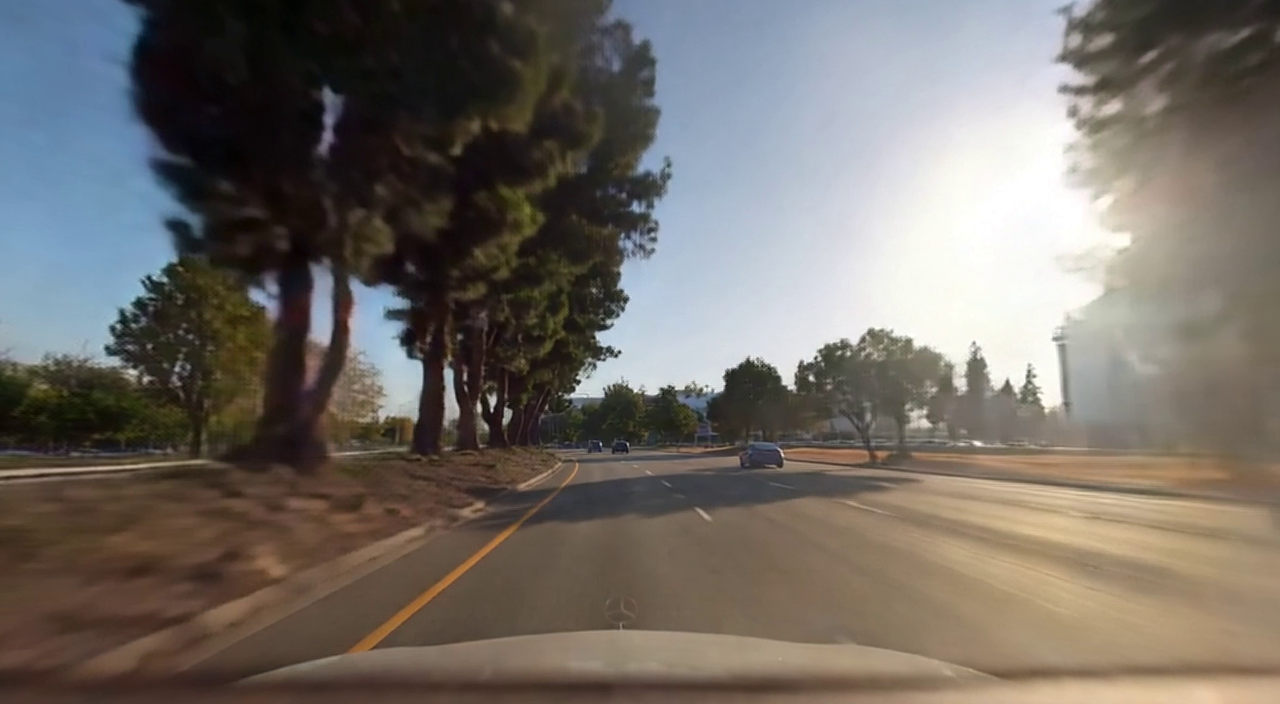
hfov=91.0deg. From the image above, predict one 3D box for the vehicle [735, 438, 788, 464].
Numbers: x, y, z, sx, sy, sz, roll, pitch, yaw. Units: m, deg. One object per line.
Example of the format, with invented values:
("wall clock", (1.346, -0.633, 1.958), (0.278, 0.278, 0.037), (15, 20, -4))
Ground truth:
("vehicle", (7.332, 6.041, 38.420), (1.908, 1.483, 4.474), (1, -8, -6))
